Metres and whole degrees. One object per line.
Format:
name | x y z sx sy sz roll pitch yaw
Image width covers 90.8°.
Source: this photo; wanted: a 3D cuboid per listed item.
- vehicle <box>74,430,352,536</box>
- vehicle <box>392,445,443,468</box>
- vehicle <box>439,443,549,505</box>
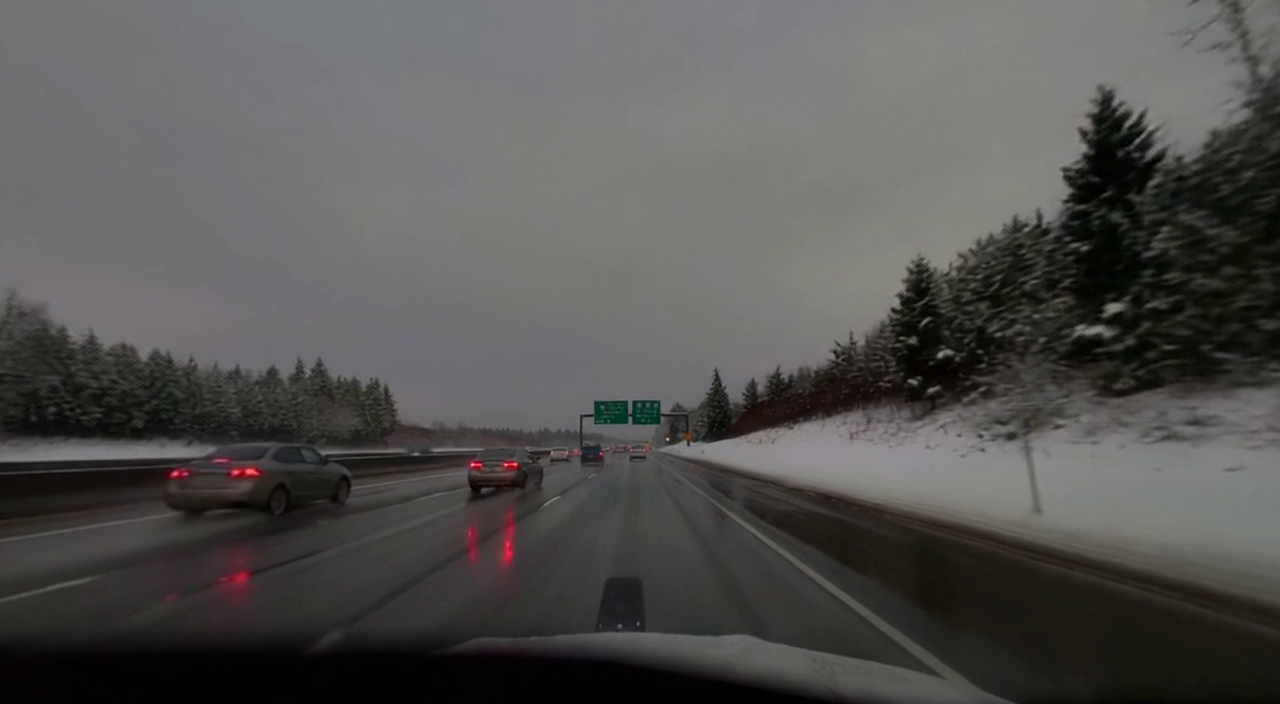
vehicle | -7.352 2.289 11.571 2.091 1.558 4.220 0 -9 0
vehicle | -15.670 7.402 44.657 1.846 1.513 4.632 0 -9 0
vehicle | -3.684 3.151 16.684 1.924 1.436 3.915 0 -9 1
